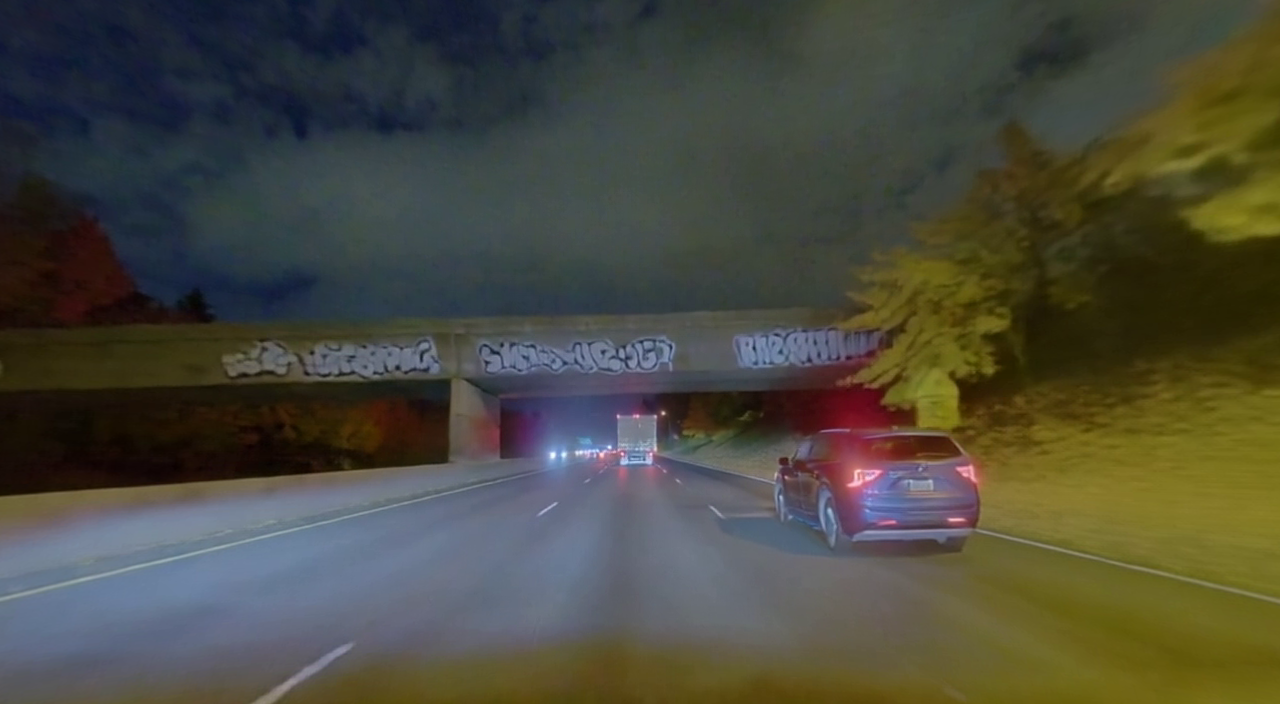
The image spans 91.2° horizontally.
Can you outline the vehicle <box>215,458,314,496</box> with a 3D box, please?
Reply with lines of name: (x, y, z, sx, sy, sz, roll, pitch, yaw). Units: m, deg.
vehicle: (-17.661, 5.873, 29.777, 1.856, 1.594, 4.581, 0, -9, 0)
